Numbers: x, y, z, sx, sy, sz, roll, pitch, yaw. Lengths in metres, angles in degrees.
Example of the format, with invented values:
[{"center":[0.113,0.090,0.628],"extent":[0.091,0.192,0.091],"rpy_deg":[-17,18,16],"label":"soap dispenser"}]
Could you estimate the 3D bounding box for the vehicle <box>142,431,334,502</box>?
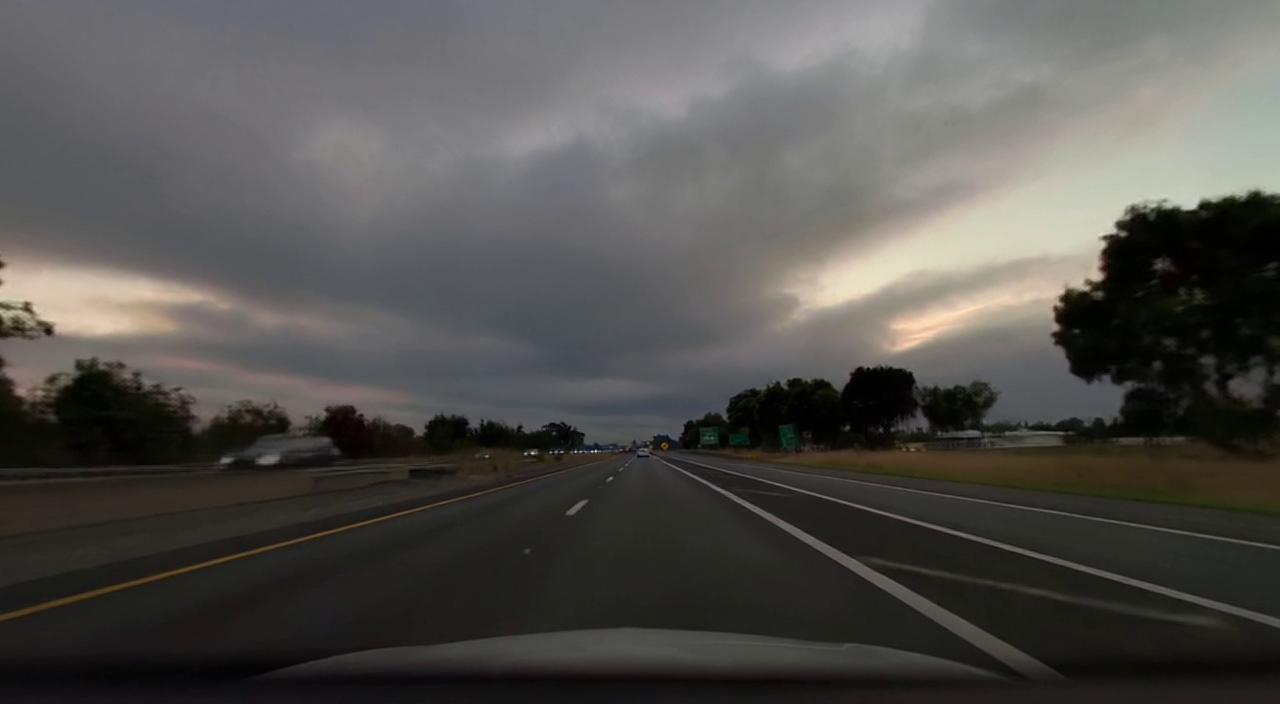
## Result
[{"center":[-12.122,3.500,19.680],"extent":[2.197,1.891,5.624],"rpy_deg":[0,-9,1],"label":"vehicle"}]
